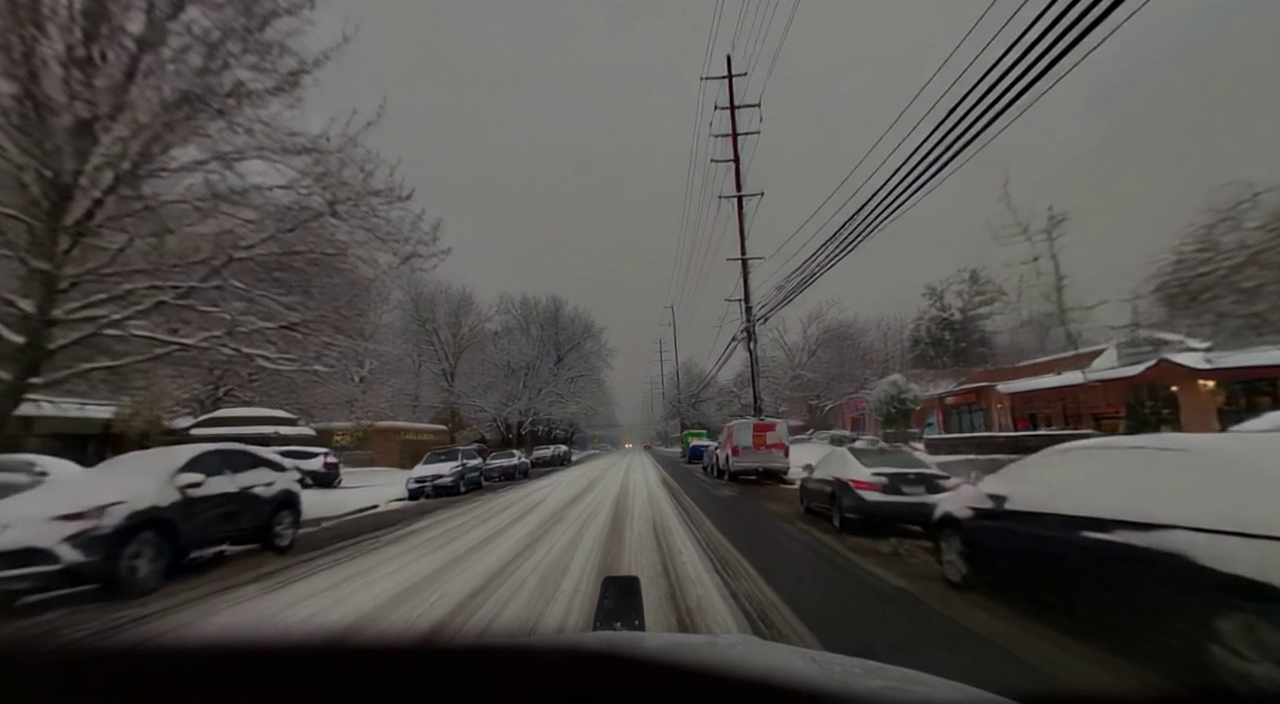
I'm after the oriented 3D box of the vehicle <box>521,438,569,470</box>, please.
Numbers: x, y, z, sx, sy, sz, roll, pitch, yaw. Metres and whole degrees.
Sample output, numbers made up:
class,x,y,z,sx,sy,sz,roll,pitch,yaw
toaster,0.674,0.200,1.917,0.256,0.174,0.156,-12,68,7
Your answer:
class,x,y,z,sx,sy,sz,roll,pitch,yaw
vehicle,-6.197,6.698,41.620,2.322,1.913,5.582,0,-9,0

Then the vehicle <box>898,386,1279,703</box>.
class,x,y,z,sx,sy,sz,roll,pitch,yaw
vehicle,3.773,1.111,4.016,2.112,1.528,4.944,0,-9,0

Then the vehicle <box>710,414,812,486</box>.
class,x,y,z,sx,sy,sz,roll,pitch,yaw
vehicle,3.971,3.378,21.823,2.396,2.164,5.381,0,-9,0

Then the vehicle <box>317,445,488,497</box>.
class,x,y,z,sx,sy,sz,roll,pitch,yaw
vehicle,-7.671,3.887,20.785,4.935,1.454,1.900,-1,-8,-5

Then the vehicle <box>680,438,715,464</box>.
class,x,y,z,sx,sy,sz,roll,pitch,yaw
vehicle,3.723,6.507,41.426,1.848,1.550,4.054,0,-9,-1

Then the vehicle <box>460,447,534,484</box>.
class,x,y,z,sx,sy,sz,roll,pitch,yaw
vehicle,-6.182,4.950,27.797,2.048,1.438,4.728,-2,-9,1

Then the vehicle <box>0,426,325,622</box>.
class,x,y,z,sx,sy,sz,roll,pitch,yaw
vehicle,-6.049,1.851,7.771,1.989,1.693,4.292,-2,-8,2
